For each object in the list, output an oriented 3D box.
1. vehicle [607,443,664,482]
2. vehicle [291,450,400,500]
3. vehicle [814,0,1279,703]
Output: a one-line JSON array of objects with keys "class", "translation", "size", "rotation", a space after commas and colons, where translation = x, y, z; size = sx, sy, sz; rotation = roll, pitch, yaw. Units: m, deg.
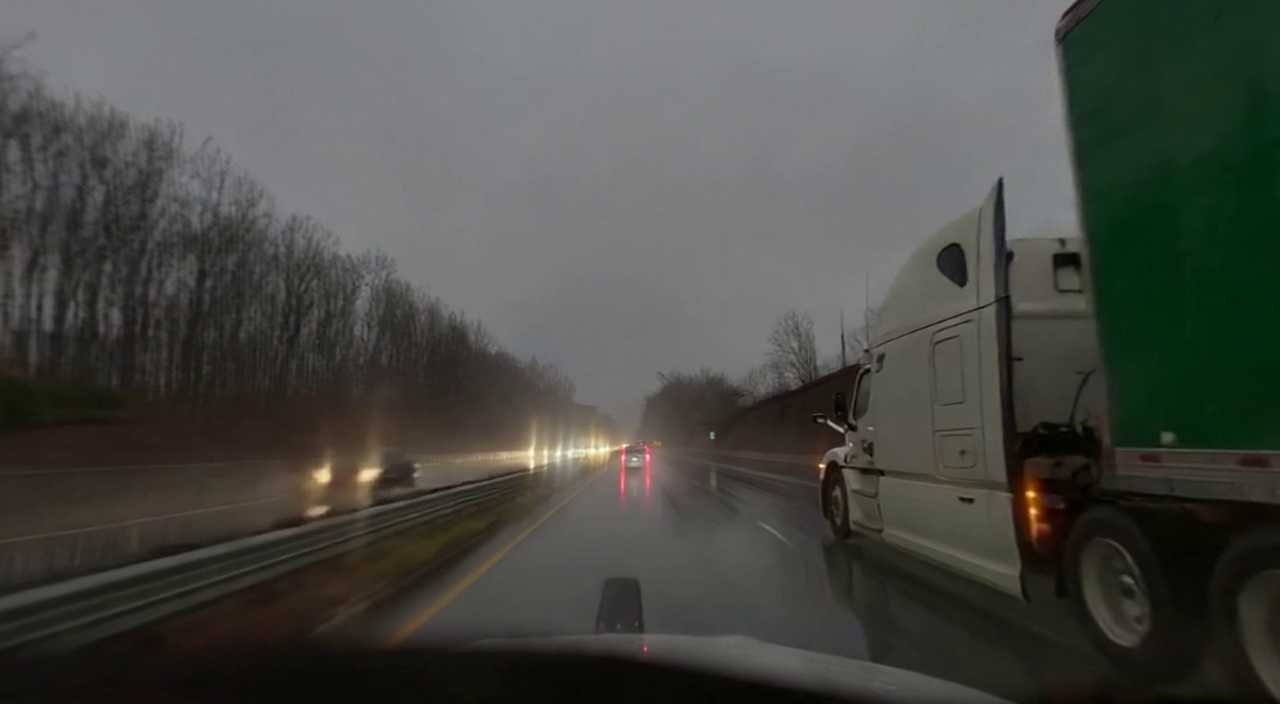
[{"class": "vehicle", "translation": [-0.209, 4.633, 26.527], "size": [2.244, 1.506, 4.097], "rotation": [0, -9, -1]}, {"class": "vehicle", "translation": [-9.859, 4.117, 21.375], "size": [1.874, 1.506, 3.934], "rotation": [0, -9, -2]}, {"class": "vehicle", "translation": [4.356, 0.345, 6.154], "size": [3.351, 3.699, 5.995], "rotation": [0, -9, -1]}]
